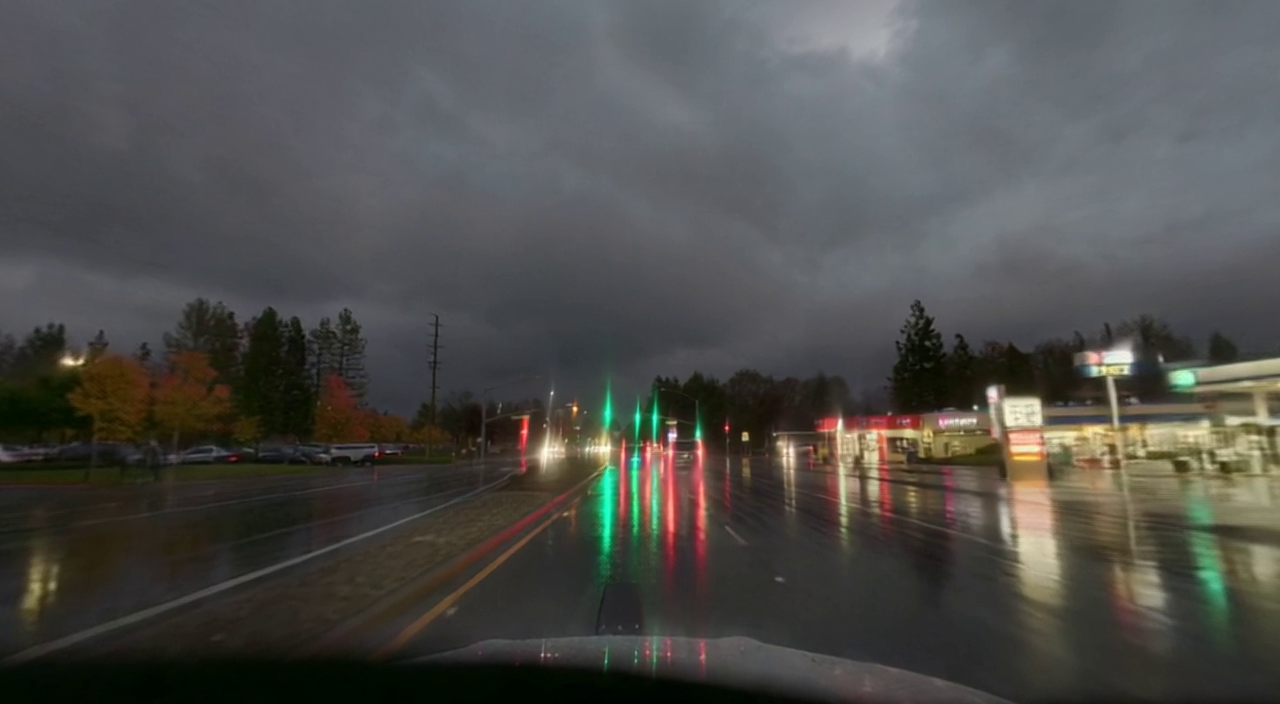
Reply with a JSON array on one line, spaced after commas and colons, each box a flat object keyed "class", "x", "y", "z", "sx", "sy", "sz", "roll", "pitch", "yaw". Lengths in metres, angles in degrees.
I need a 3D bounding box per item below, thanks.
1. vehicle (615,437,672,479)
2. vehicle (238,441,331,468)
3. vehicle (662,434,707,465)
[{"class": "vehicle", "x": 0.091, "y": 4.297, "z": 25.801, "sx": 2.145, "sy": 1.572, "sz": 4.021, "roll": 0, "pitch": -8, "yaw": -1}, {"class": "vehicle", "x": -27.109, "y": 7.871, "z": 48.279, "sx": 6.027, "sy": 1.805, "sz": 2.010, "roll": 3, "pitch": -11, "yaw": -26}, {"class": "vehicle", "x": 3.149, "y": 7.170, "z": 46.316, "sx": 2.731, "sy": 2.101, "sz": 6.047, "roll": 0, "pitch": -8, "yaw": -1}]
